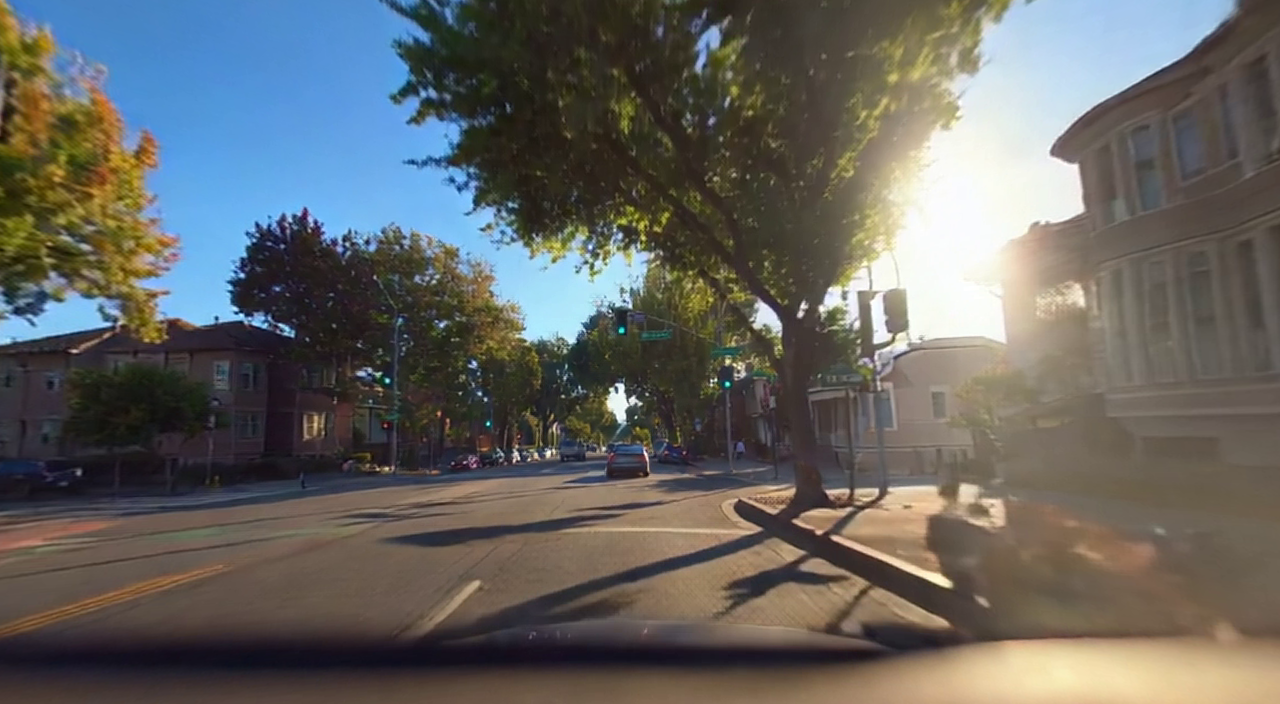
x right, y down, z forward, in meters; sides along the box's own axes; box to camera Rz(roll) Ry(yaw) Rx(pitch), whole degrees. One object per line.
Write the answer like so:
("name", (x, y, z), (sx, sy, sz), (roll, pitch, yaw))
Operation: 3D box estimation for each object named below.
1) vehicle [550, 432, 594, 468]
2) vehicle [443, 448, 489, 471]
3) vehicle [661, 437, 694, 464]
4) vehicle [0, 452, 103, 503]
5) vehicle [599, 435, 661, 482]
("vehicle", (-3.661, 5.375, 34.624), (1.983, 1.841, 4.013), (0, -8, 0))
("vehicle", (-12.279, 7.611, 44.671), (1.913, 1.475, 4.372), (0, -8, 1))
("vehicle", (2.499, 6.703, 43.102), (1.969, 1.725, 4.387), (0, -8, -1))
("vehicle", (-23.167, 4.628, 23.393), (4.537, 1.755, 1.933), (0, -8, -1))
("vehicle", (-0.357, 3.762, 22.577), (1.998, 1.518, 4.015), (0, -8, -1))
